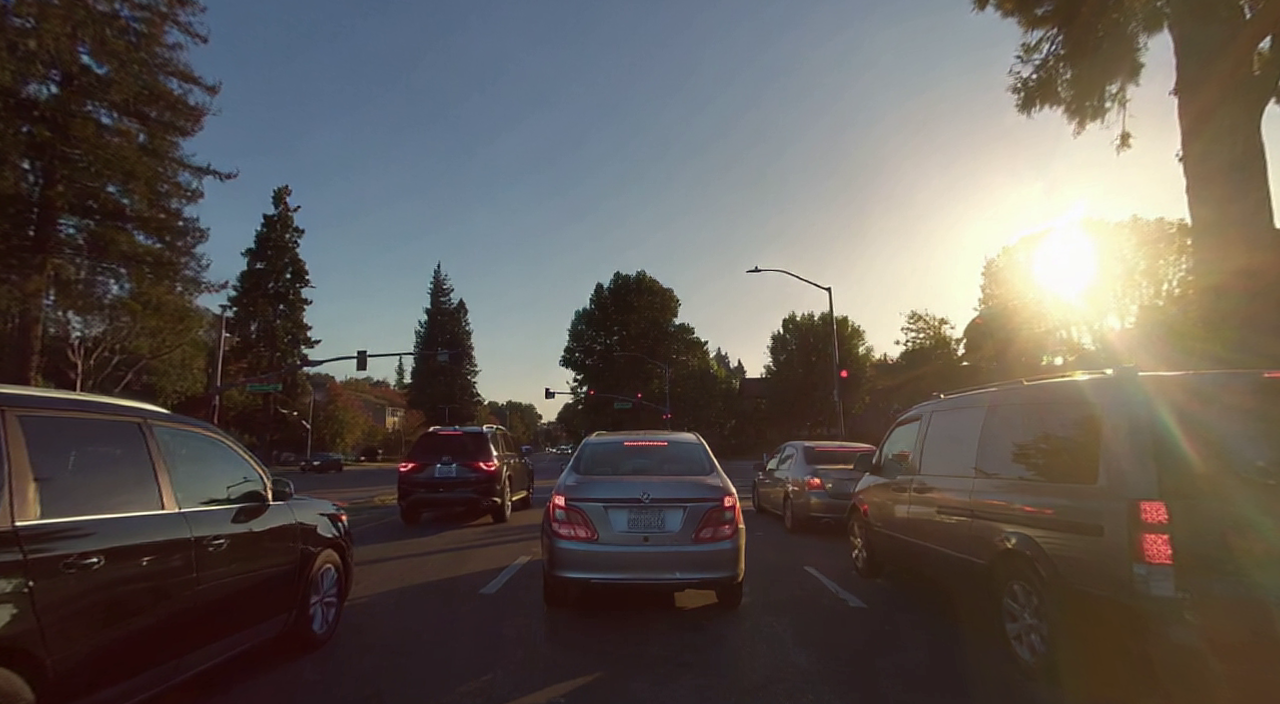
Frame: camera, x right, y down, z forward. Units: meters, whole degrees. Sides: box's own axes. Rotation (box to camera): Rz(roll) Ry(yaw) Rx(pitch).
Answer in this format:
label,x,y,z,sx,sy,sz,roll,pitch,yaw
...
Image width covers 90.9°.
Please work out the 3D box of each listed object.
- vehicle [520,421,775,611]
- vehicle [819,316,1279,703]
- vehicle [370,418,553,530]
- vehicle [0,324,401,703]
label,x,y,z,sx,sy,sz,roll,pitch,yaw
vehicle,0.025,1.597,7.051,2.021,1.490,3.948,0,-8,-1
vehicle,3.215,1.108,4.798,2.141,1.833,4.704,0,-8,-2
vehicle,-3.186,2.300,12.479,2.117,1.772,4.619,0,-8,2
vehicle,-3.114,0.954,3.296,1.982,1.721,4.261,0,-8,1
